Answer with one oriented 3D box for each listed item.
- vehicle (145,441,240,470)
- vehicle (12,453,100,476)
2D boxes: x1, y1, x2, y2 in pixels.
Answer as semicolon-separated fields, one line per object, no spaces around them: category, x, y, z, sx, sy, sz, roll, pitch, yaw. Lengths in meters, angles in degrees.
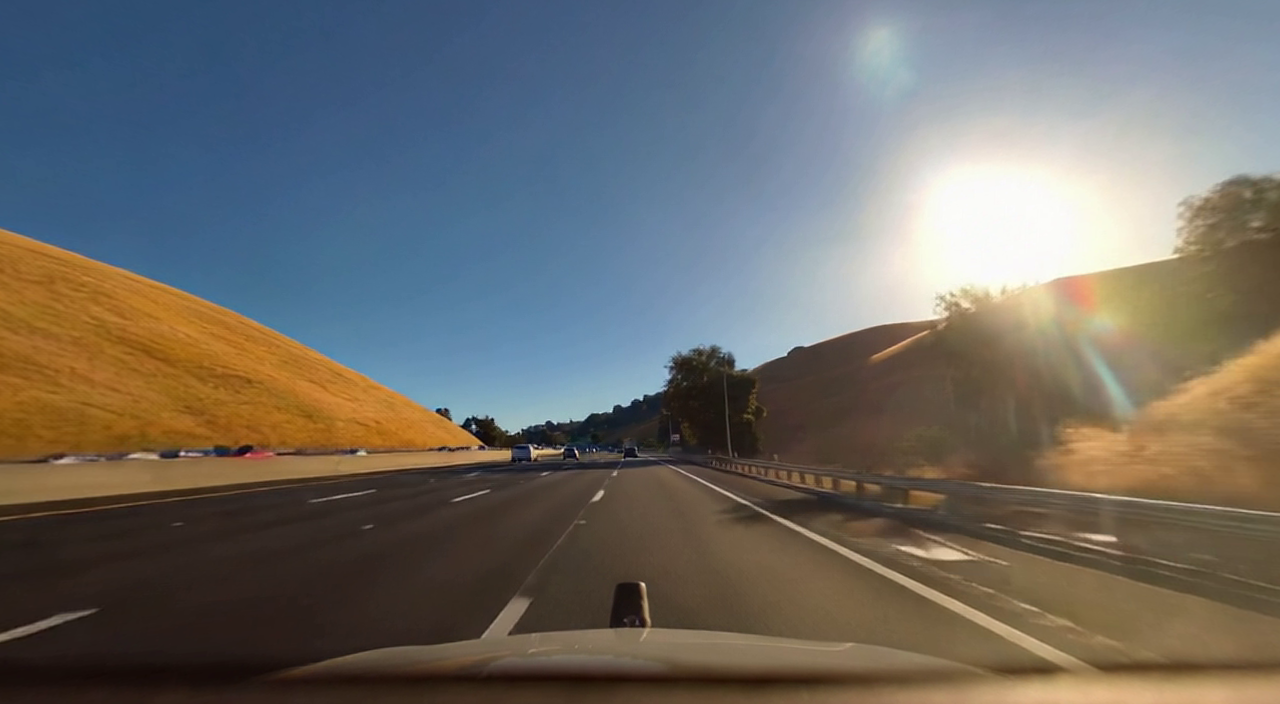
vehicle;-29.220;6.768;41.361;2.251;1.716;5.570;0;-9;-2
vehicle;-41.242;7.922;44.622;1.936;1.481;4.566;0;-9;-2
